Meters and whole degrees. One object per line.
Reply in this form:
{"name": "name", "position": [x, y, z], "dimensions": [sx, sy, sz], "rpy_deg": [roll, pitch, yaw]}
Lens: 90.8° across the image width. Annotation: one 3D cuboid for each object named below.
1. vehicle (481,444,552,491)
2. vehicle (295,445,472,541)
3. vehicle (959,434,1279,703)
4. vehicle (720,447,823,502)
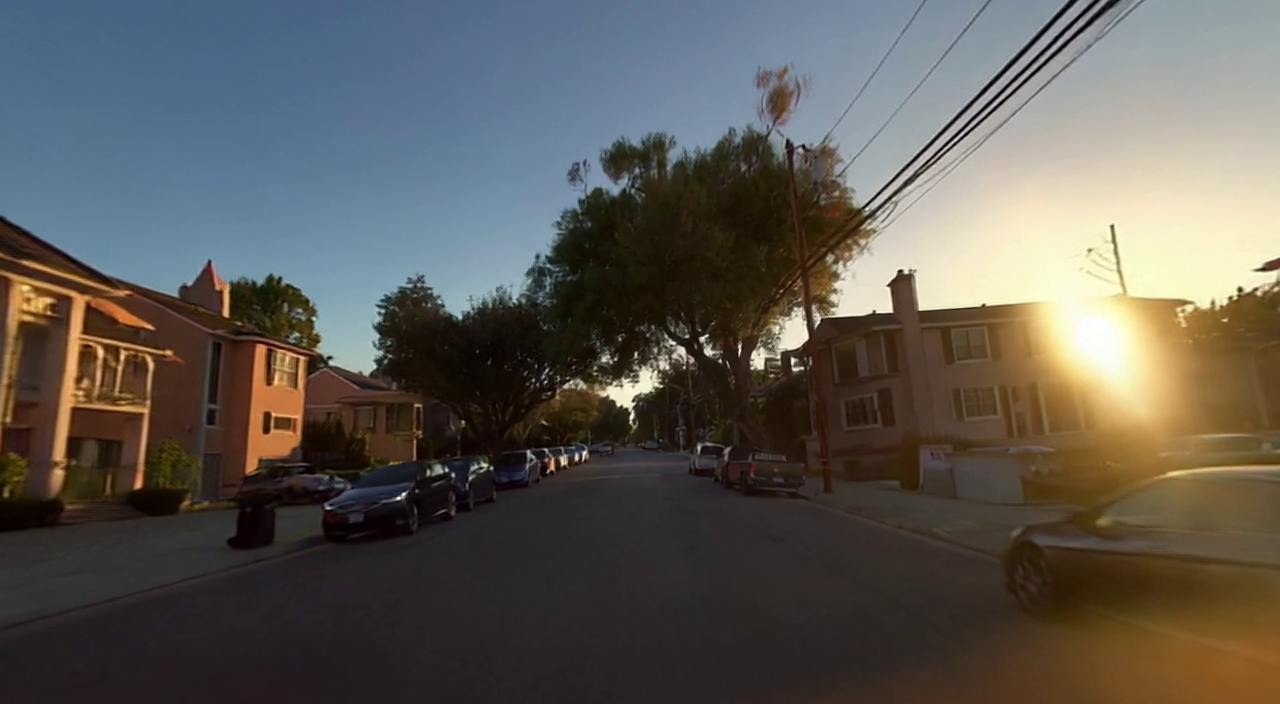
{"name": "vehicle", "position": [-5.617, 5.303, 29.593], "dimensions": [2.184, 1.958, 5.757], "rpy_deg": [0, -8, 0]}
{"name": "vehicle", "position": [-5.241, 2.888, 13.687], "dimensions": [2.032, 1.716, 4.382], "rpy_deg": [0, -8, -1]}
{"name": "vehicle", "position": [4.141, 1.253, 3.690], "dimensions": [2.057, 1.511, 4.858], "rpy_deg": [-1, -10, 1]}
{"name": "vehicle", "position": [4.025, 3.825, 20.281], "dimensions": [2.174, 1.504, 4.809], "rpy_deg": [0, -8, -1]}
